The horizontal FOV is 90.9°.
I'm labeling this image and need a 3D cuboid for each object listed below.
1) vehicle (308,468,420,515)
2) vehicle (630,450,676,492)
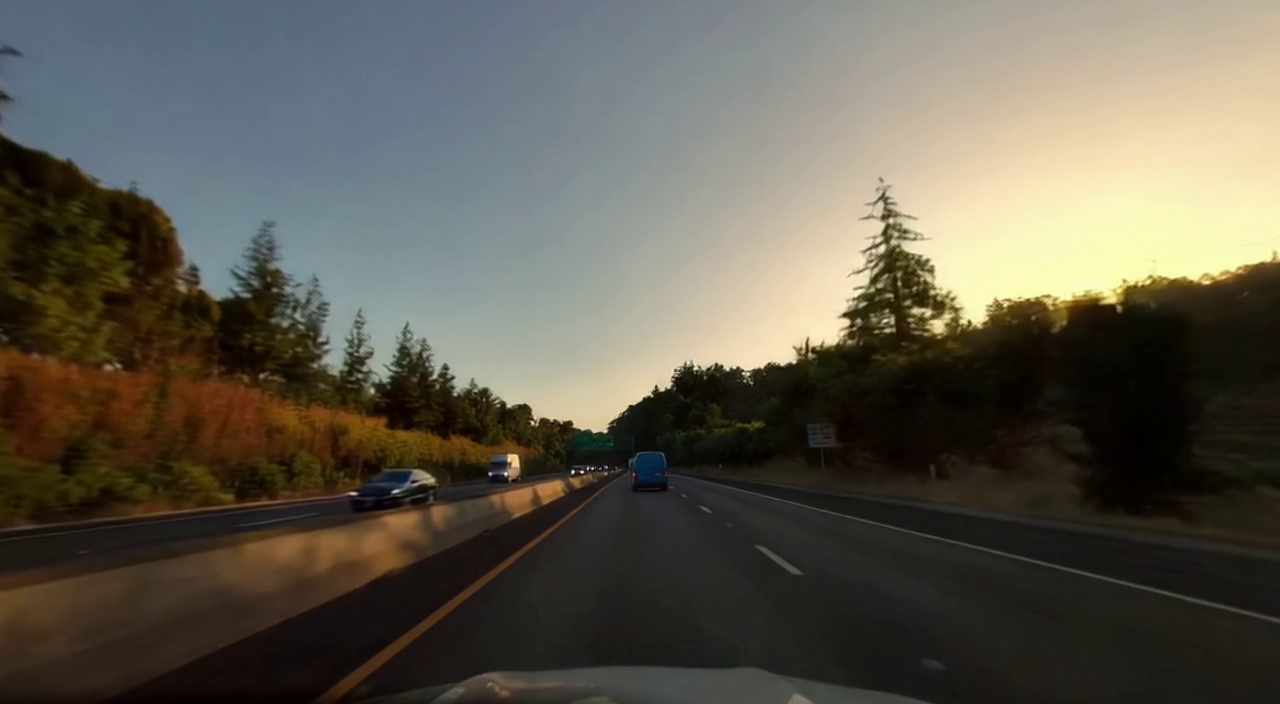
[{"bbox_3d":[-10.385,5.265,24.145,2.124,1.545,4.545,1,-11,1],"label":"vehicle"},{"bbox_3d":[0.666,6.866,36.409,2.429,2.167,4.558,1,-11,-1],"label":"vehicle"}]
